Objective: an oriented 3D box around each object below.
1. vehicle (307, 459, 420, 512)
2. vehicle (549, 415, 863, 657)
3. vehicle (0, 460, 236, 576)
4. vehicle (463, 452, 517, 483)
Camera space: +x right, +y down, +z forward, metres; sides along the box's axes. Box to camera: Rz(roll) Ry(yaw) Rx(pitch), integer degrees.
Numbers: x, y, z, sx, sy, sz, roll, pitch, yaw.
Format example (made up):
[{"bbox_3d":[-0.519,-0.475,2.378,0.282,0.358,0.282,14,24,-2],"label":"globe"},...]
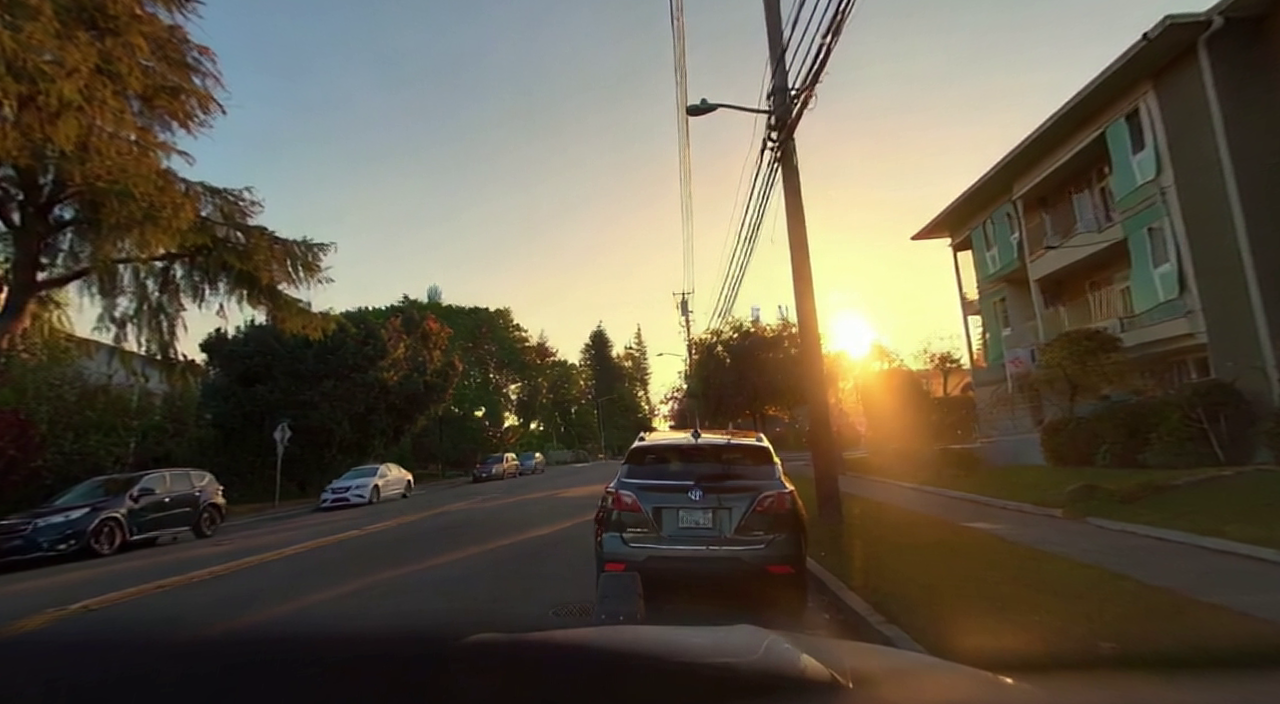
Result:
[{"bbox_3d":[-10.543,5.073,24.493,2.017,1.582,4.664,-7,-9,4],"label":"vehicle"},{"bbox_3d":[0.593,1.543,6.530,2.030,1.535,4.683,-1,-8,4],"label":"vehicle"},{"bbox_3d":[-10.779,3.228,12.867,2.068,1.745,4.579,-7,-9,1],"label":"vehicle"},{"bbox_3d":[-9.360,7.200,39.735,2.011,1.801,4.676,-1,-8,3],"label":"vehicle"}]
